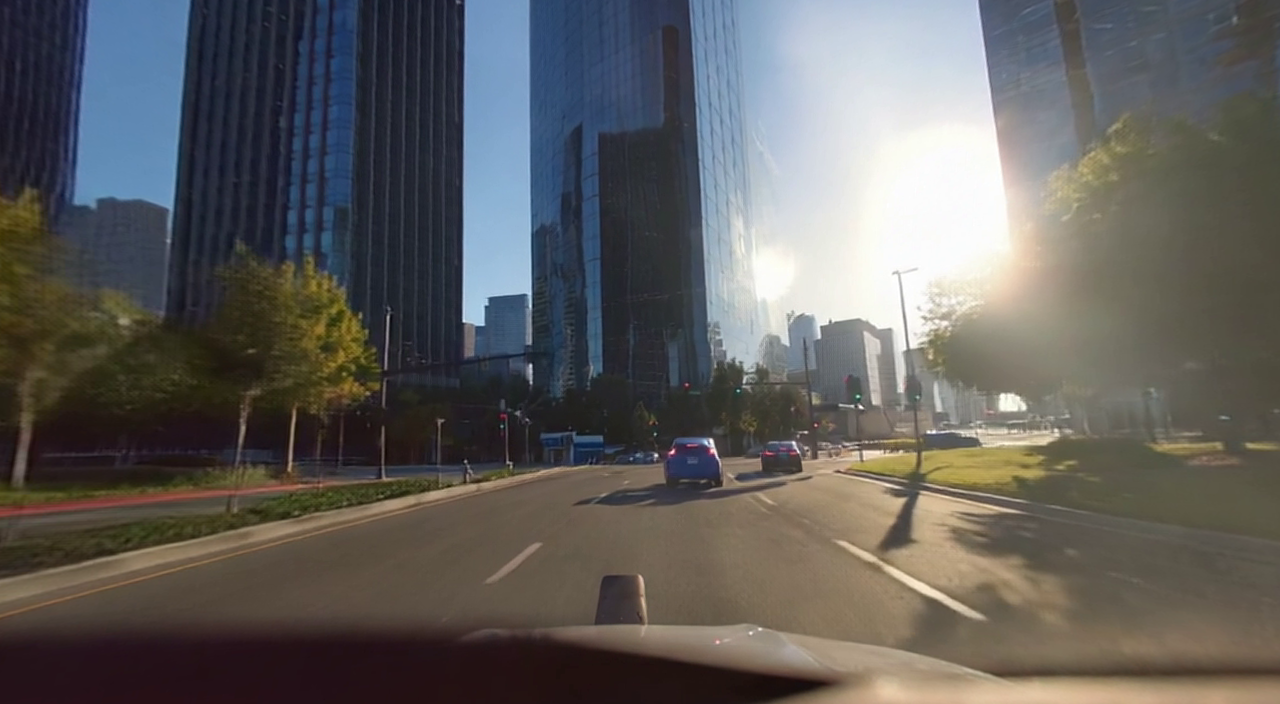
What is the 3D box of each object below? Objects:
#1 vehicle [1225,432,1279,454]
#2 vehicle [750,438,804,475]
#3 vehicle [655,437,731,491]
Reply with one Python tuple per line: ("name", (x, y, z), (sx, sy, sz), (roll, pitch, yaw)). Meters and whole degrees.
("vehicle", (46.838, 6.800, 47.143), (3.905, 1.481, 1.767), (-5, -11, 12))
("vehicle", (6.011, 4.630, 28.042), (1.916, 1.492, 3.911), (-1, -9, 6))
("vehicle", (1.648, 3.470, 19.804), (2.127, 1.497, 4.020), (-1, -9, 5))
